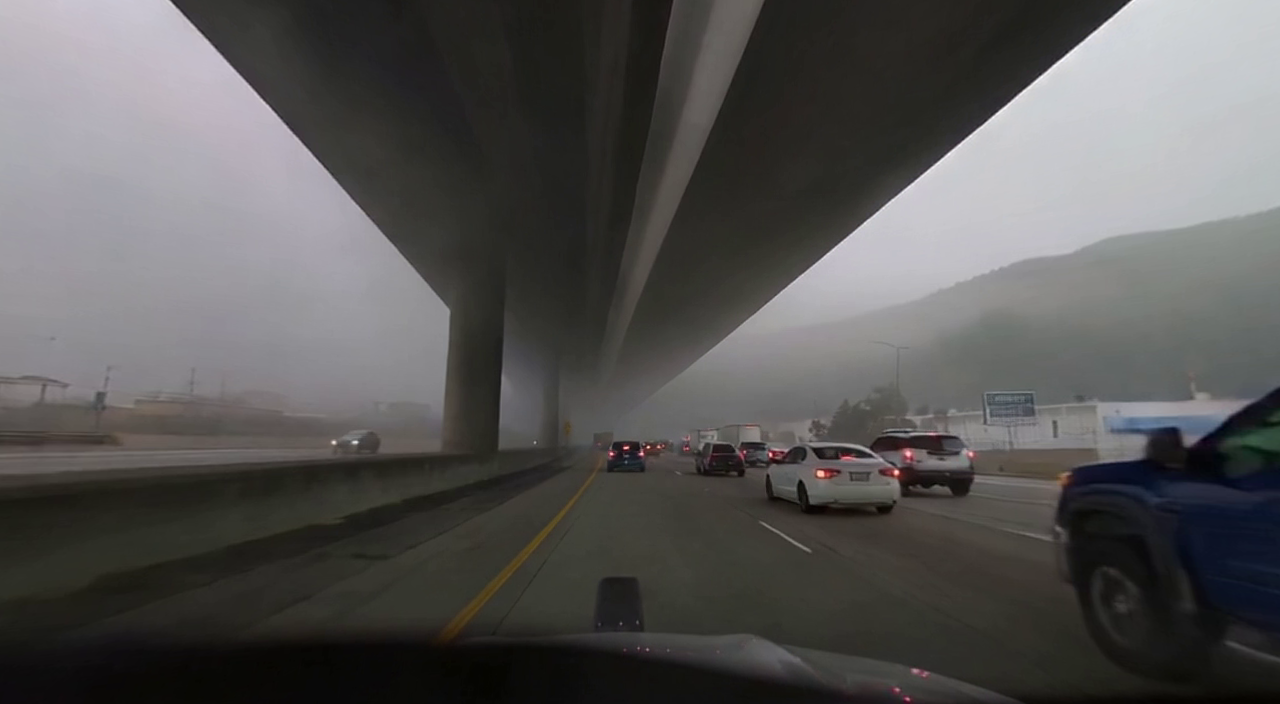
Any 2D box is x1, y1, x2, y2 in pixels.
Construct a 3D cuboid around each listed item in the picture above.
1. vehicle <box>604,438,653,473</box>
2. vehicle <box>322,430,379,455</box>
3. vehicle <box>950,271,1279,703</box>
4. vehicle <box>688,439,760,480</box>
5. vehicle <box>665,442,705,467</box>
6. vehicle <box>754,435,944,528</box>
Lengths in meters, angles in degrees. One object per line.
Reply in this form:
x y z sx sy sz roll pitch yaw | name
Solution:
-0.644 5.060 31.068 2.266 1.549 3.978 0 -9 -3 | vehicle
-20.016 6.325 43.891 1.965 1.627 4.533 0 -9 -2 | vehicle
4.061 0.571 1.748 2.747 2.061 7.011 0 -9 -1 | vehicle
3.292 4.321 25.649 2.057 1.517 4.538 0 -9 -3 | vehicle
2.802 6.495 40.309 1.905 1.491 4.468 0 -9 -4 | vehicle
3.804 2.441 12.604 1.923 1.462 4.895 0 -9 -3 | vehicle
